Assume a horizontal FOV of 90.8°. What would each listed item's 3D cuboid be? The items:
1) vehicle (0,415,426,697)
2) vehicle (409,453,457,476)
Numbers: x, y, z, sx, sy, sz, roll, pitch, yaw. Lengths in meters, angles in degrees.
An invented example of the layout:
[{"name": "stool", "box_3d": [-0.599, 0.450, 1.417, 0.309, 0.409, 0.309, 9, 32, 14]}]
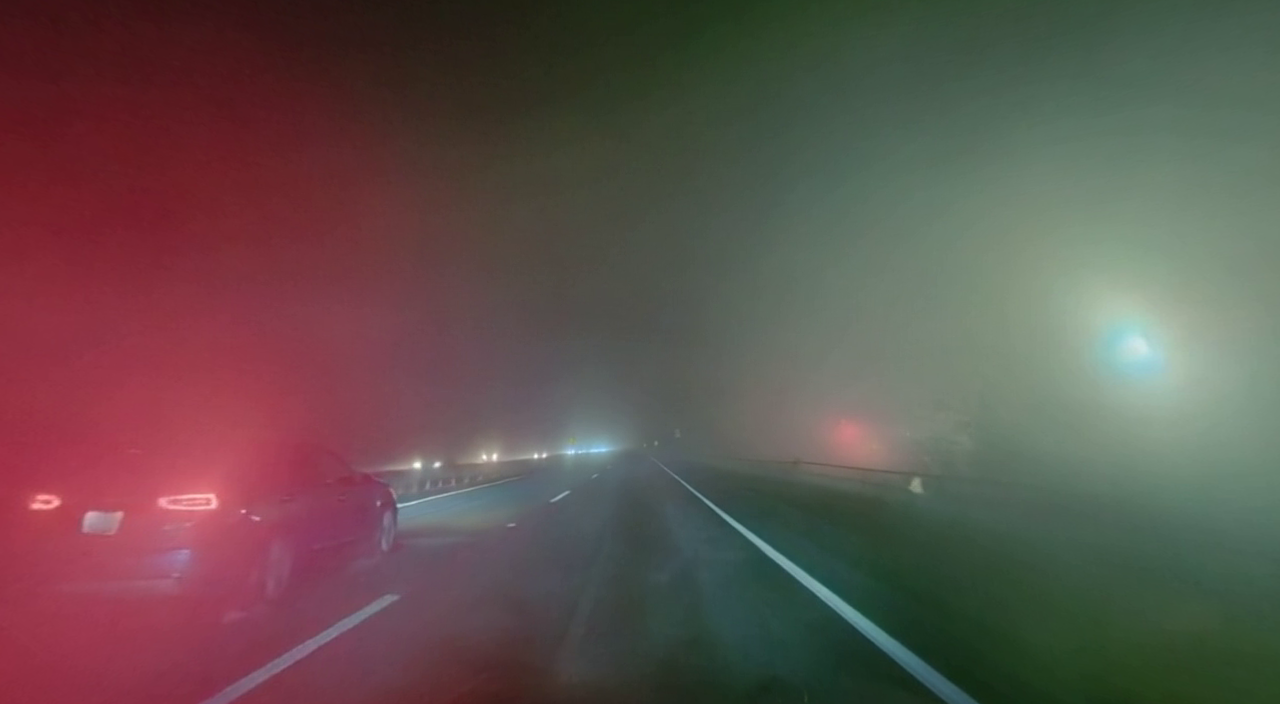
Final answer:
[{"name": "vehicle", "box_3d": [-3.878, 1.503, 5.884, 2.118, 1.562, 4.541, 0, -9, 1]}, {"name": "vehicle", "box_3d": [-14.378, 7.819, 43.993, 1.804, 1.442, 4.254, 0, -9, 2]}]
